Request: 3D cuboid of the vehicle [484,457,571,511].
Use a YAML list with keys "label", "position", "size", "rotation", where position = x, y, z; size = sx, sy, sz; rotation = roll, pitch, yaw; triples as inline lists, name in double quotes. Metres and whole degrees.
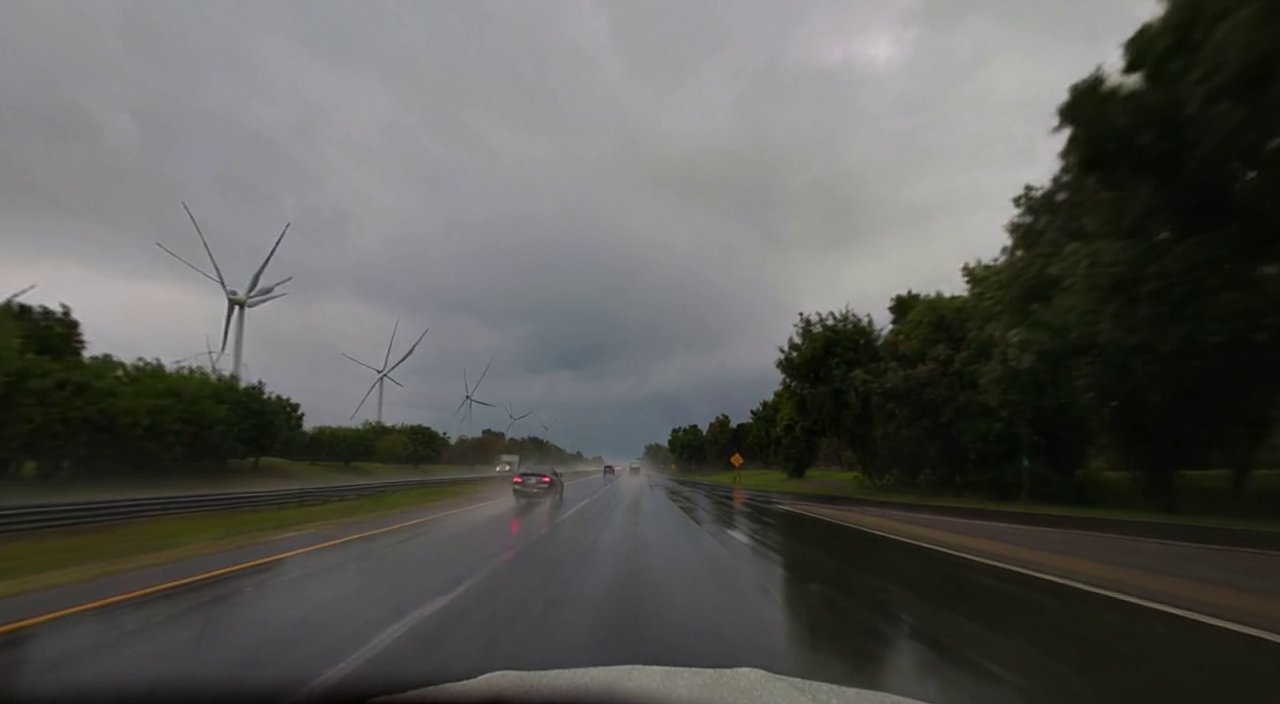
- label: "vehicle"
  position: [-3.496, 4.227, 20.349]
  size: [2.001, 1.486, 4.104]
  rotation: [1, -10, 0]
